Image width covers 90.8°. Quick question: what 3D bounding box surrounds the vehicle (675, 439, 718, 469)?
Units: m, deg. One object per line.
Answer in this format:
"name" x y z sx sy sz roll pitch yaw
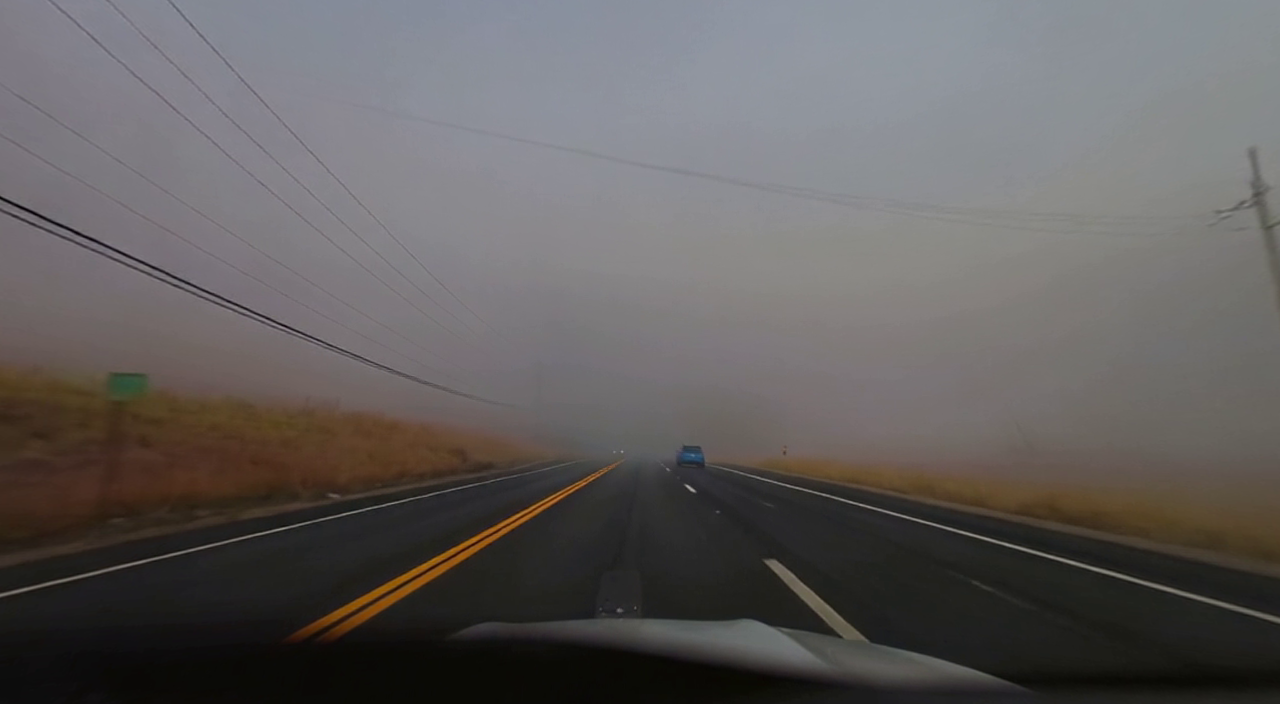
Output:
"vehicle" 3.383 6.245 38.794 2.135 1.692 4.185 0 -9 -1
